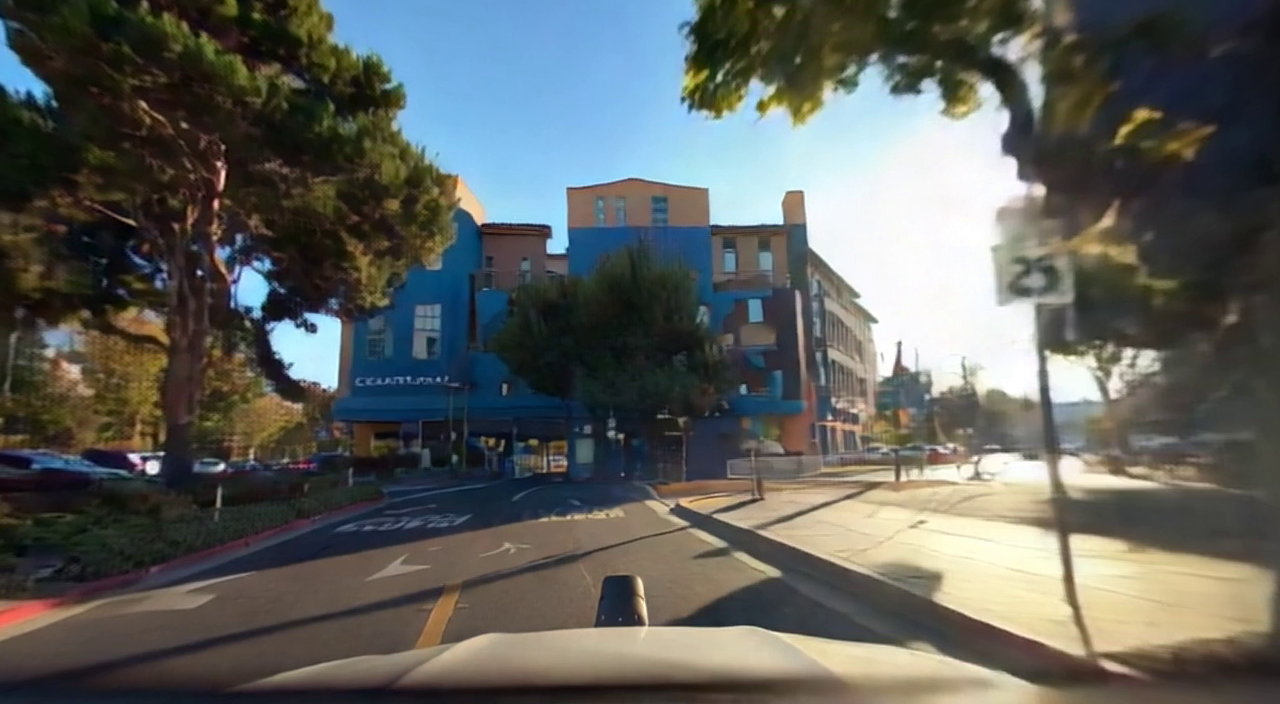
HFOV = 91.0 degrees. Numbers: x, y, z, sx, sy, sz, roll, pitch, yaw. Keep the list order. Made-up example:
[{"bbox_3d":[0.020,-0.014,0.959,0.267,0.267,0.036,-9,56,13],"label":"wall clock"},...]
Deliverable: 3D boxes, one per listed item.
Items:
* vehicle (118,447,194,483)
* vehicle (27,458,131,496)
[{"bbox_3d":[-29.667,6.912,38.745,1.870,1.563,4.039,13,-8,-11],"label":"vehicle"},{"bbox_3d":[-25.883,5.792,29.221,1.675,1.587,3.980,0,-11,-11],"label":"vehicle"}]
